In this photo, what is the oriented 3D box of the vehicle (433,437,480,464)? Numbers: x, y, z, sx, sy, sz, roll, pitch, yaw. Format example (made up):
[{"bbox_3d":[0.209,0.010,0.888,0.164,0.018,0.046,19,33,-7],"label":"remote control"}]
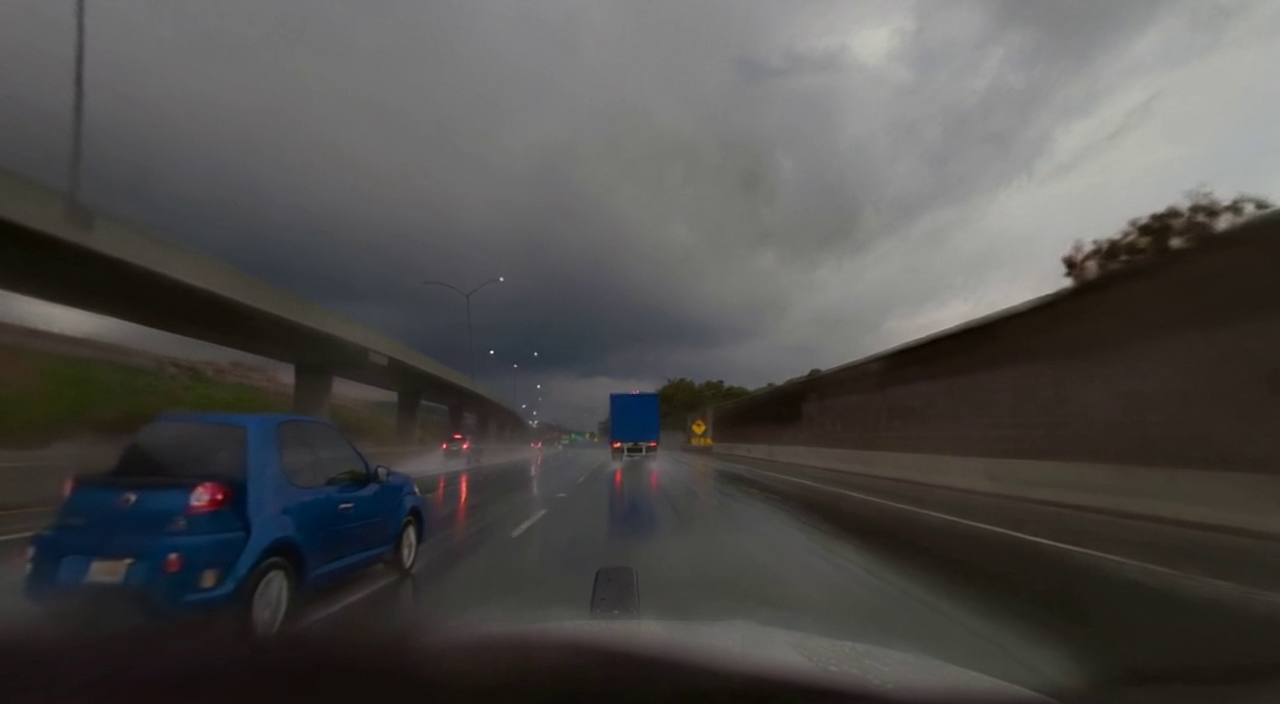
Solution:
[{"bbox_3d":[-11.992,6.464,41.608,1.919,1.625,4.183,0,-8,-2],"label":"vehicle"}]

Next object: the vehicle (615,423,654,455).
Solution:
[{"bbox_3d":[-0.374,4.905,35.378,2.052,1.666,4.358,0,-8,-3],"label":"vehicle"}]

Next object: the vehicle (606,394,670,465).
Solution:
[{"bbox_3d":[-0.409,4.900,38.621,3.233,3.678,11.032,0,-9,-3],"label":"vehicle"}]
